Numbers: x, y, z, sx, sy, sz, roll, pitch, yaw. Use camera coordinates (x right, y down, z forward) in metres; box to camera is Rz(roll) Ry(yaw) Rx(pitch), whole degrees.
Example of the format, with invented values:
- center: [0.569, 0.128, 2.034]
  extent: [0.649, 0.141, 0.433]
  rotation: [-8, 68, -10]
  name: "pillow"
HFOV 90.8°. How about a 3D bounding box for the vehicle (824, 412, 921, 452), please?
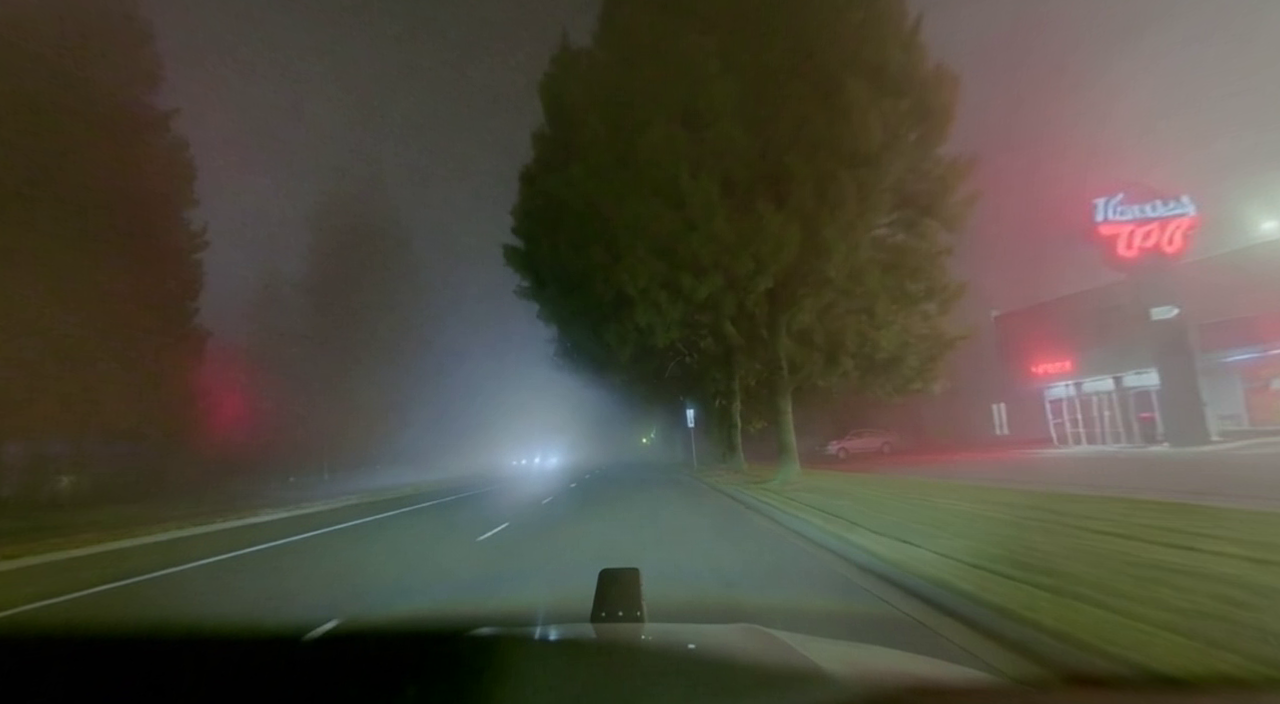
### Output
- center: [12.566, 4.467, 34.564]
  extent: [1.939, 1.753, 4.974]
  rotation: [5, -13, -23]
  name: "vehicle"
